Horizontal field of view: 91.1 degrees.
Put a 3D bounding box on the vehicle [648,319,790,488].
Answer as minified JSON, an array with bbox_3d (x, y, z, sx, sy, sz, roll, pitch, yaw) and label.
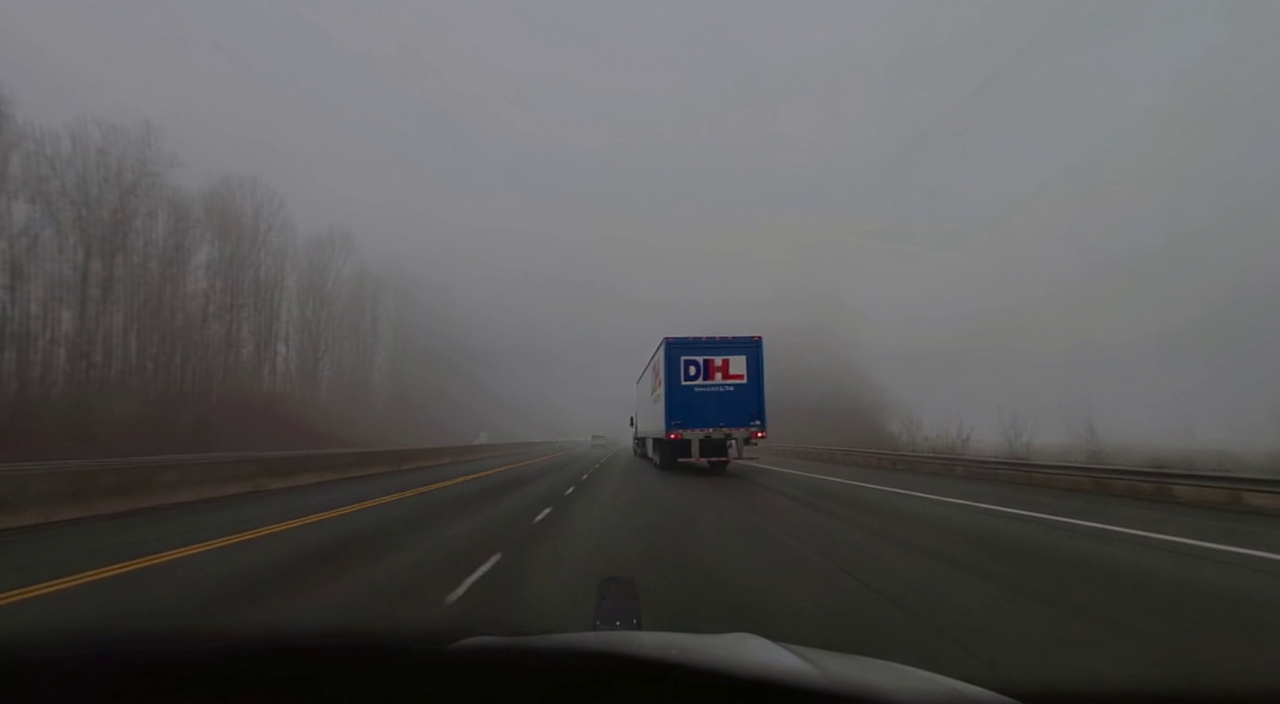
[{"bbox_3d":[2.013,1.852,20.203,3.011,4.211,8.926,0,-8,-2],"label":"vehicle"}]
